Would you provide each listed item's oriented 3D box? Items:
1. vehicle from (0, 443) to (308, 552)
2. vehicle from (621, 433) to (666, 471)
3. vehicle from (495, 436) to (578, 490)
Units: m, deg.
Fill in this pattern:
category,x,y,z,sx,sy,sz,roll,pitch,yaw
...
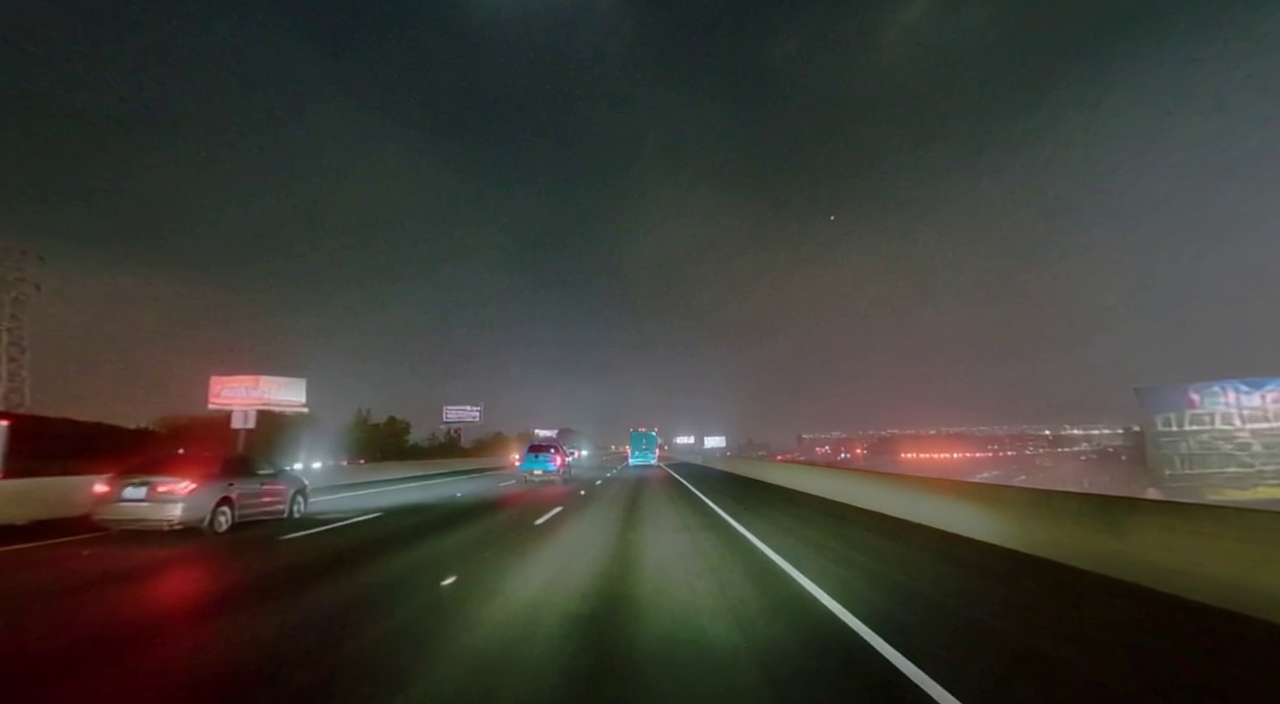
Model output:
category,x,y,z,sx,sy,sz,roll,pitch,yaw
vehicle,-8.040,2.349,10.967,1.941,1.475,4.597,0,-8,1
vehicle,0.212,6.487,40.833,2.692,2.279,5.695,0,-8,0
vehicle,-3.656,4.018,23.108,2.145,1.730,4.729,-1,-8,2
